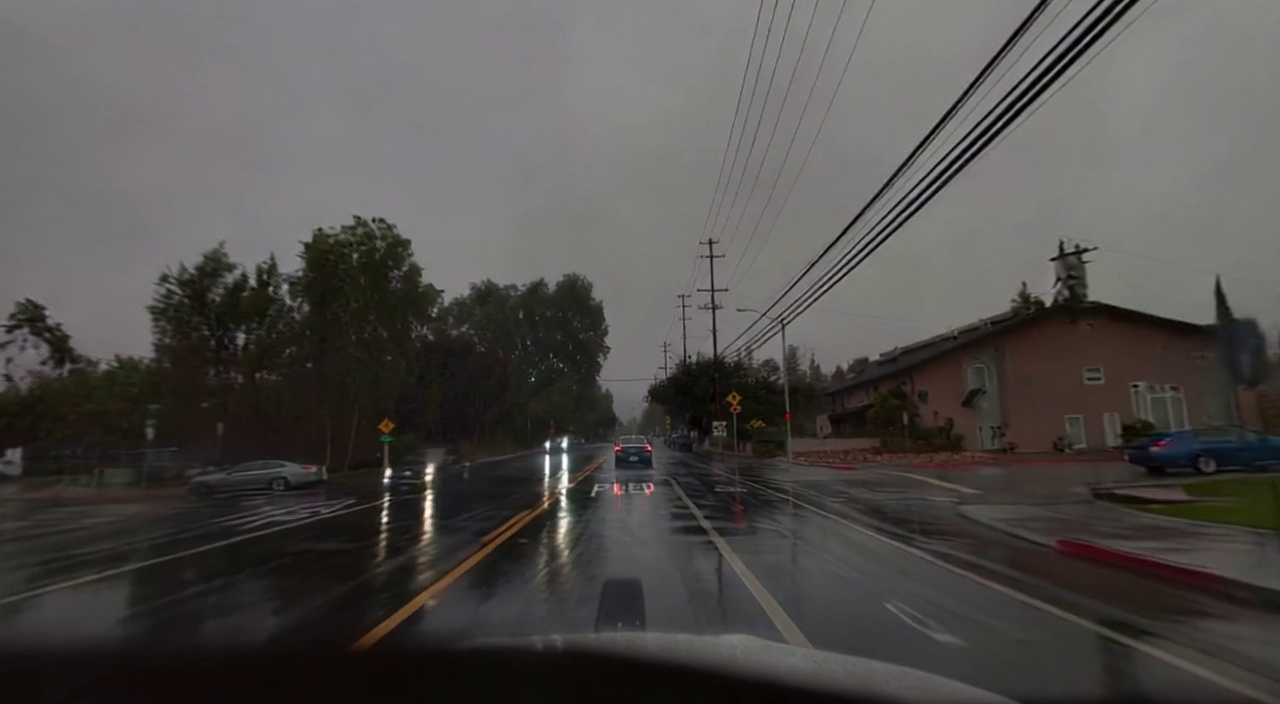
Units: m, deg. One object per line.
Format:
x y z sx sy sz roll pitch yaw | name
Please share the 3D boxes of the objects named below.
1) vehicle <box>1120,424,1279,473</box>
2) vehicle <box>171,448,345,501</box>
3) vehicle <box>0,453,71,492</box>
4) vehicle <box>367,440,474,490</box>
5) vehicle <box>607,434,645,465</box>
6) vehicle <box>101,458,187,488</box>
18.623 3.151 20.650 4.292 1.489 1.895 0 -8 -1 | vehicle
-14.132 4.528 23.631 5.190 1.502 2.085 -4 -8 -1 | vehicle
-36.549 6.960 36.721 2.162 2.070 5.031 0 -8 1 | vehicle
-7.200 3.739 21.307 2.034 1.464 4.438 0 -8 0 | vehicle
-0.690 4.993 32.438 1.877 1.448 3.830 0 -8 0 | vehicle
-28.188 6.842 36.052 1.806 1.503 3.853 0 -8 -2 | vehicle
